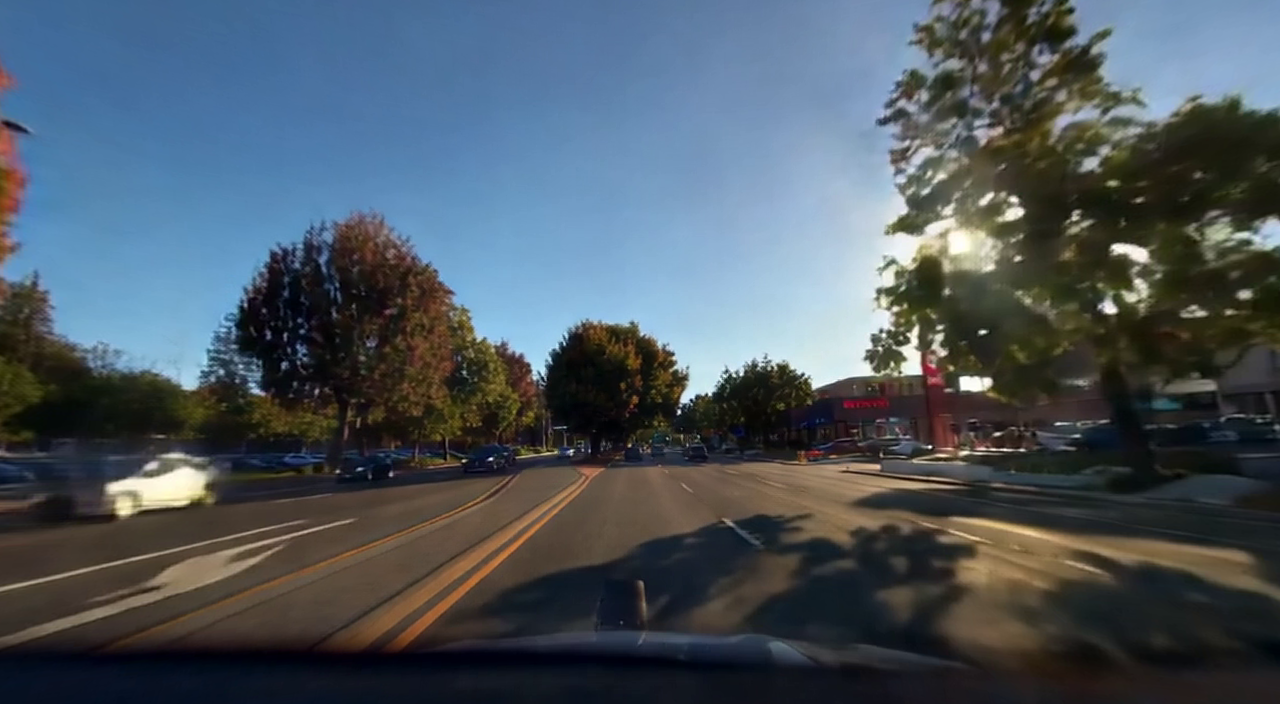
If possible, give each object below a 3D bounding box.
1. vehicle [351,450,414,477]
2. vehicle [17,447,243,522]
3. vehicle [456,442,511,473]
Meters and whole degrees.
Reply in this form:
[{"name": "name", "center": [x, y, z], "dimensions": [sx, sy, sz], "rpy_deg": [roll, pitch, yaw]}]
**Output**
[{"name": "vehicle", "center": [-15.220, 6.584, 37.632], "dimensions": [1.844, 1.472, 4.429], "rpy_deg": [0, -9, 0]}, {"name": "vehicle", "center": [-11.848, 3.051, 15.171], "dimensions": [1.866, 1.518, 4.240], "rpy_deg": [0, -9, 0]}, {"name": "vehicle", "center": [-8.947, 6.070, 36.490], "dimensions": [2.043, 1.651, 4.441], "rpy_deg": [0, -9, 0]}]
